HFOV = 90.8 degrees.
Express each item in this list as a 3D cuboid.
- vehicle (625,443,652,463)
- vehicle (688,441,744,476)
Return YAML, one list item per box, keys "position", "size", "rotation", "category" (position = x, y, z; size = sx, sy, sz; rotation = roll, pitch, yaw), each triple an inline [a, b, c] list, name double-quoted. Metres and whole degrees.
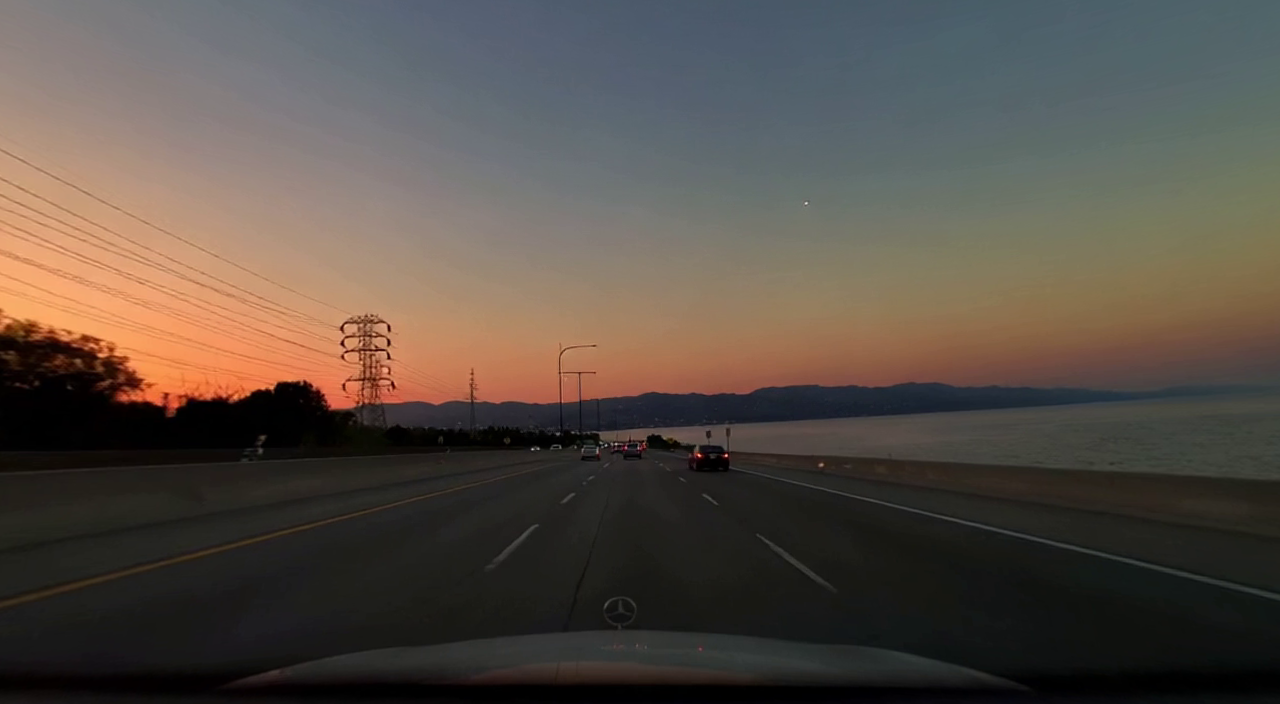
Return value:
- position: [-0.162, 7.917, 49.459]
  size: [2.067, 1.482, 3.966]
  rotation: [0, -8, -1]
  category: "vehicle"
- position: [3.412, 4.878, 29.208]
  size: [1.890, 1.490, 4.373]
  rotation: [0, -8, -2]
  category: "vehicle"
